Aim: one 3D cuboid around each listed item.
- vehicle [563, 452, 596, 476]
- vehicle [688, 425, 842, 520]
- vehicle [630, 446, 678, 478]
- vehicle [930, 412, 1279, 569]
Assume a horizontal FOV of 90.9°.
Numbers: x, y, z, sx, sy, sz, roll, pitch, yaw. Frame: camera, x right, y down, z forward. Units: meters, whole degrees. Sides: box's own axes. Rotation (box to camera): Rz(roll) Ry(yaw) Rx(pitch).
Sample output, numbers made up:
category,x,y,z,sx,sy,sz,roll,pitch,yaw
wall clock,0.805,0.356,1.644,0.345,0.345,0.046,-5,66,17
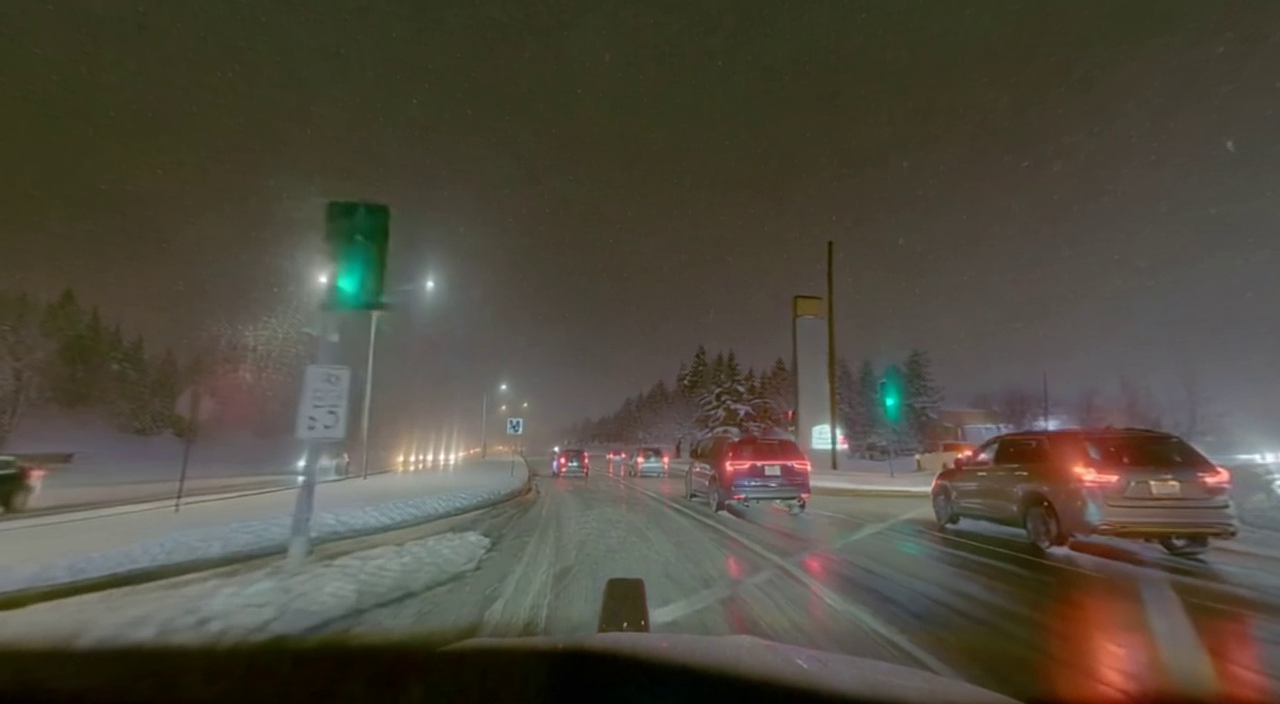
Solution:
category,x,y,z,sx,sy,sz,roll,pitch,yaw
vehicle,-4.105,7.564,42.757,2.107,1.527,4.174,1,-8,-5
vehicle,2.586,2.654,14.464,2.184,1.777,4.712,1,-8,-5
vehicle,0.669,5.873,33.993,2.012,1.612,4.114,1,-8,-7
vehicle,6.077,1.756,8.737,1.881,1.604,4.289,1,-8,-3
